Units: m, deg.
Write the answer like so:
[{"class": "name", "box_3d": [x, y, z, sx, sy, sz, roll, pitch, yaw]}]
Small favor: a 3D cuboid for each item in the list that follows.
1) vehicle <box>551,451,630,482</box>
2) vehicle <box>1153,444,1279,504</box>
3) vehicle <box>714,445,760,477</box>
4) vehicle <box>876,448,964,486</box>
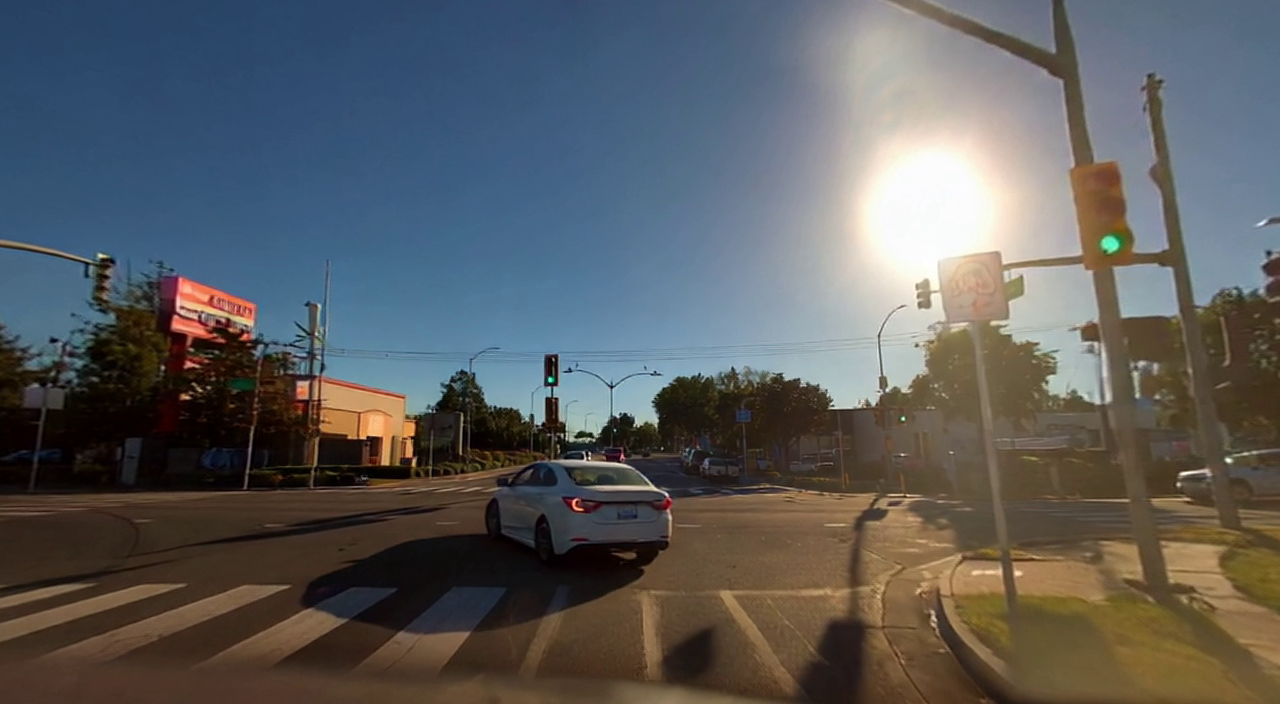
[{"class": "vehicle", "box_3d": [-2.744, 6.303, 35.001, 3.991, 1.526, 1.868, -5, -9, 31]}, {"class": "vehicle", "box_3d": [16.682, 3.265, 17.119, 3.876, 1.512, 1.784, 0, -8, -1]}, {"class": "vehicle", "box_3d": [6.692, 7.491, 43.557, 1.491, 2.041, 2.964, 6, -10, -33]}, {"class": "vehicle", "box_3d": [12.183, 5.117, 27.752, 1.922, 1.529, 3.964, 1, -12, -1]}]
